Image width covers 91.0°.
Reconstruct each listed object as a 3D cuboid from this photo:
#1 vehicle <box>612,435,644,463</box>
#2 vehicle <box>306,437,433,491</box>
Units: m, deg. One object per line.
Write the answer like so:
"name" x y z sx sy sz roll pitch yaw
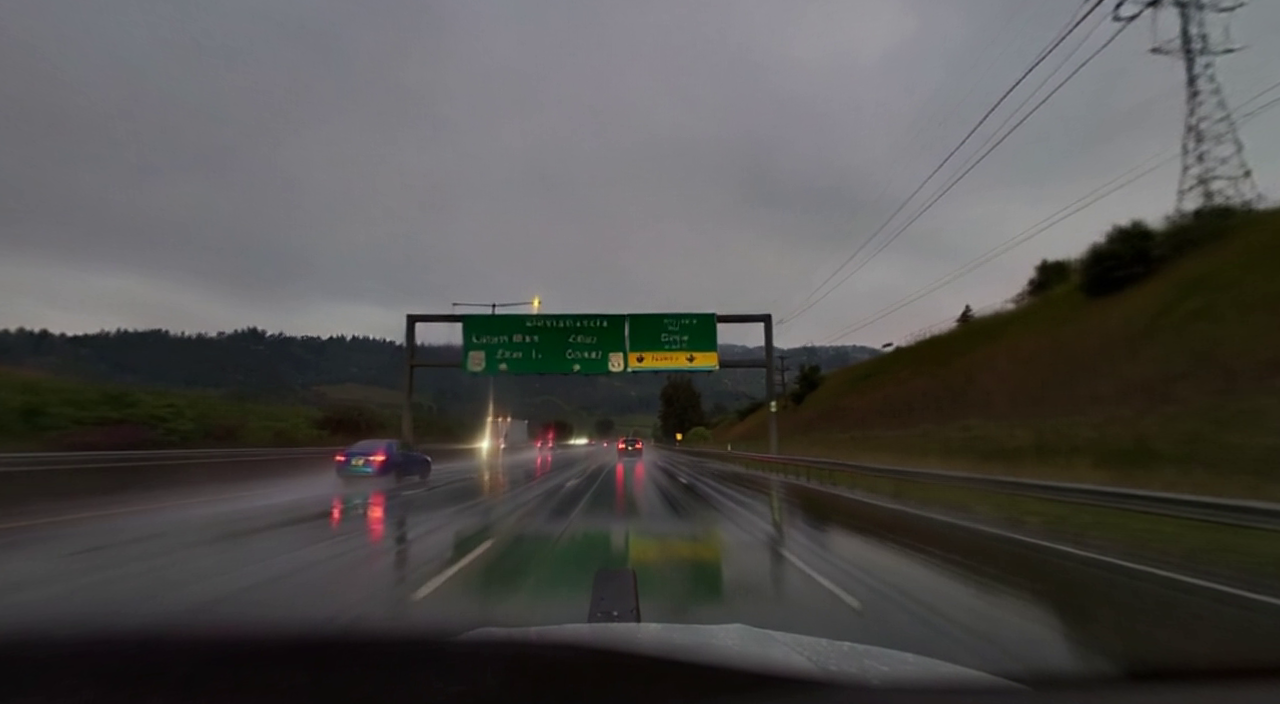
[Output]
"vehicle" -0.802 6.358 41.365 2.040 1.715 3.906 0 -8 -1
"vehicle" -7.970 3.318 19.092 1.949 1.428 4.408 0 -8 -1
